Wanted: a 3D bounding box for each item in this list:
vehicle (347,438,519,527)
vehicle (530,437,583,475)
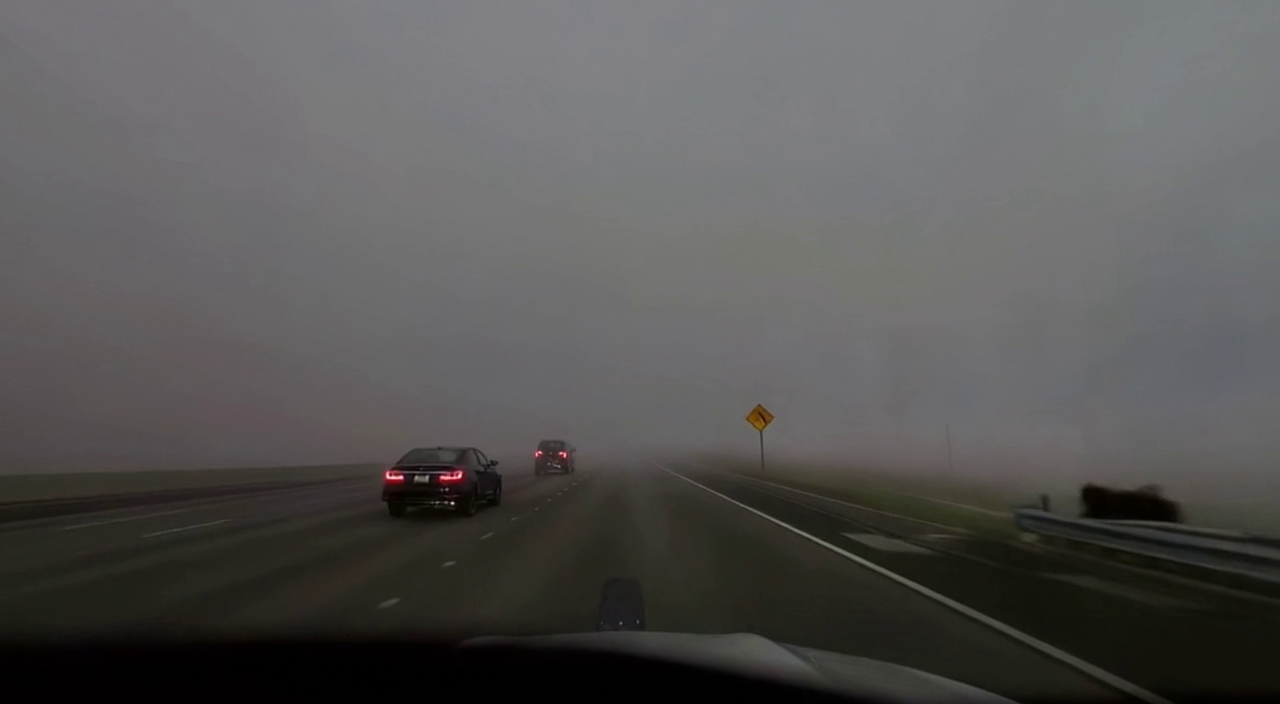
[{"bbox_3d":[-4.065,2.635,13.336,2.044,1.527,4.607,0,-9,0],"label":"vehicle"},{"bbox_3d":[-4.382,5.531,33.711,2.177,1.852,4.427,0,-9,1],"label":"vehicle"}]
